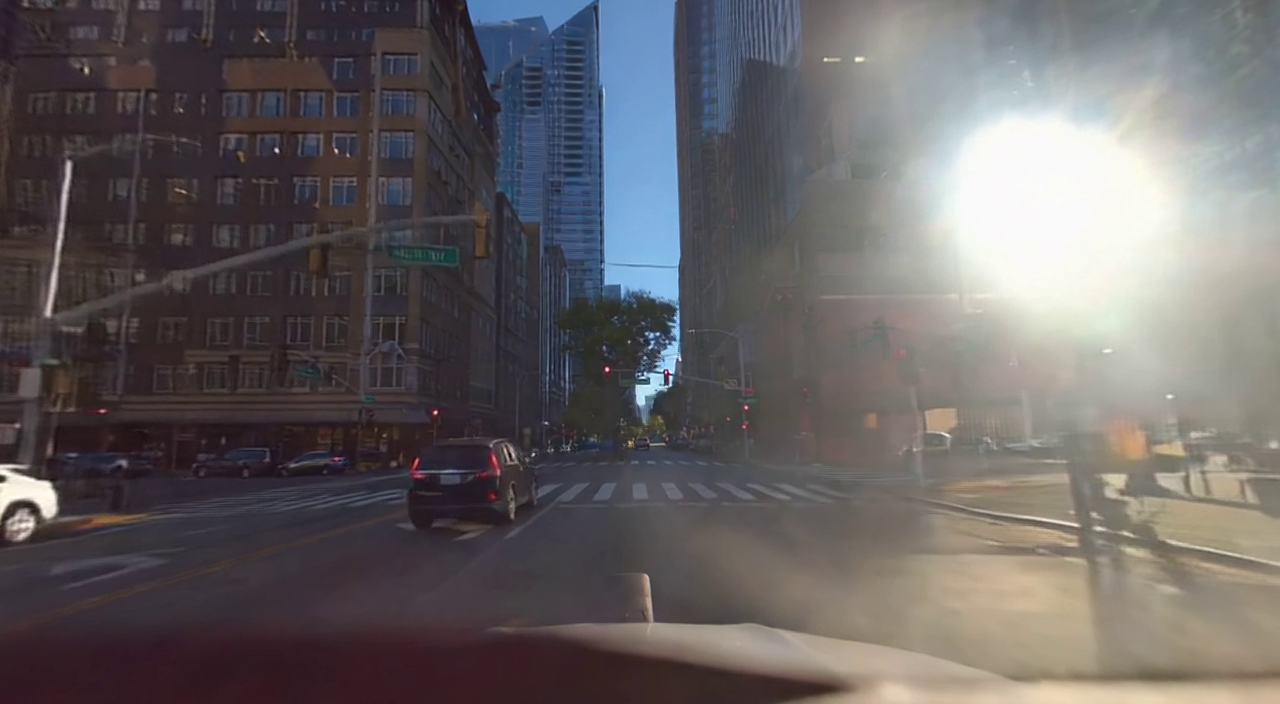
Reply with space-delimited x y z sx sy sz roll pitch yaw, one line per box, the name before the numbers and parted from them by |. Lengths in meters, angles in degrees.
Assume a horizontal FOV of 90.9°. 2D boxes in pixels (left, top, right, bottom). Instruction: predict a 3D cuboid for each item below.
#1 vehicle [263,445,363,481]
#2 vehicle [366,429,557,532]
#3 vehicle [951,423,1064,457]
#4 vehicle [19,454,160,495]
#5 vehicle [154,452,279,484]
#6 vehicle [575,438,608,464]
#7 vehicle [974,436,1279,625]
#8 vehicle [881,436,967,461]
vehicle | -21.403 7.271 41.471 5.283 1.959 2.453 -3 -7 -1
vehicle | -2.915 2.217 11.586 2.014 1.480 4.780 0 -8 1
vehicle | 20.328 4.916 35.011 4.827 1.817 2.190 0 -8 0
vehicle | -25.113 5.589 28.866 4.599 1.429 2.031 -4 -7 0
vehicle | -21.590 5.934 32.310 4.791 1.506 2.244 0 -8 0
vehicle | -3.762 7.803 49.730 2.176 1.804 4.740 -3 -9 0
vehicle | 5.890 1.675 6.808 1.929 1.464 4.494 0 -8 -3
vehicle | 17.377 5.911 38.722 4.293 1.495 1.935 0 -8 -1
